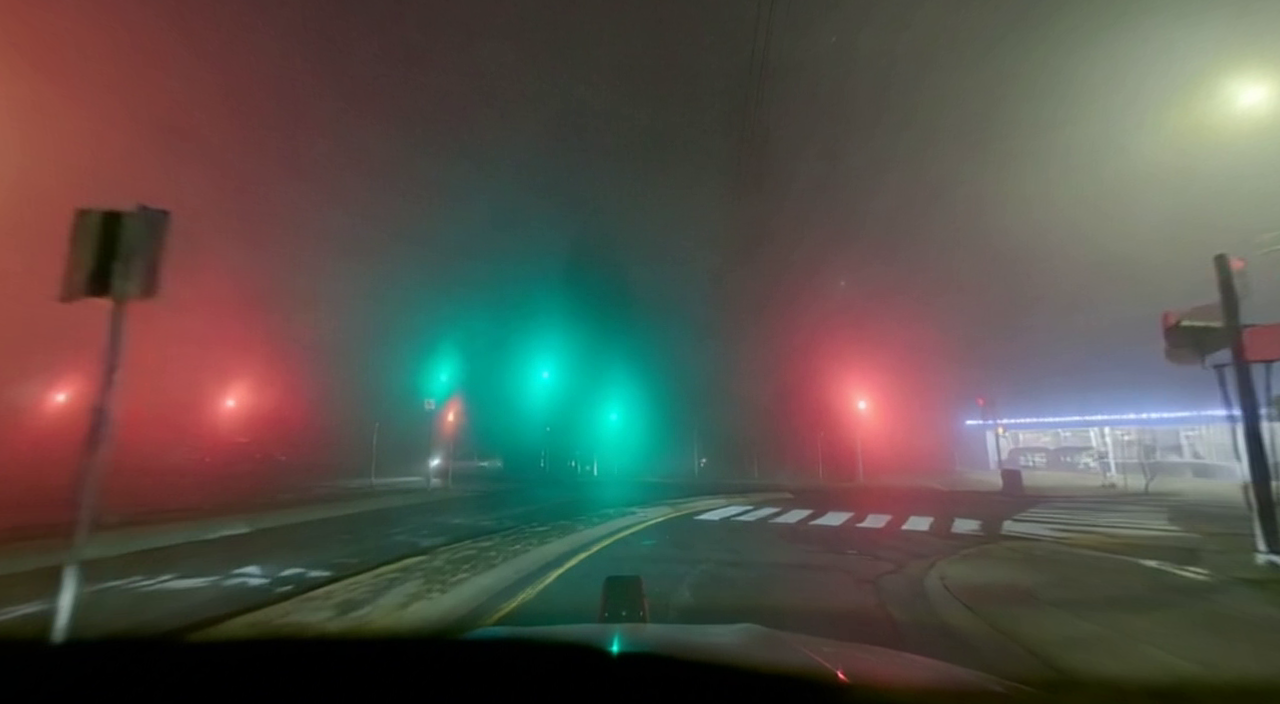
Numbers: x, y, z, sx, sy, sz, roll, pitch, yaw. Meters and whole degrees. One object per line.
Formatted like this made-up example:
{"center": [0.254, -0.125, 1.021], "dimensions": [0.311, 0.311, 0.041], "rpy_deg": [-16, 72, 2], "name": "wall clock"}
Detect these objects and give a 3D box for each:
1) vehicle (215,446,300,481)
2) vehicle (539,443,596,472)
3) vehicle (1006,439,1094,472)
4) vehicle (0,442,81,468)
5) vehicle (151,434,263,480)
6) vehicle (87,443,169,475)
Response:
{"center": [-16.678, 4.878, 27.636], "dimensions": [1.789, 1.399, 4.236], "rpy_deg": [2, -9, -12], "name": "vehicle"}
{"center": [-5.245, 7.657, 45.697], "dimensions": [2.072, 1.922, 4.112], "rpy_deg": [-5, -10, 29], "name": "vehicle"}
{"center": [26.140, 6.620, 40.266], "dimensions": [4.474, 1.956, 2.263], "rpy_deg": [-5, -11, 29], "name": "vehicle"}
{"center": [-39.415, 6.763, 41.146], "dimensions": [2.002, 1.603, 4.547], "rpy_deg": [2, -9, -12], "name": "vehicle"}
{"center": [-19.794, 4.822, 29.011], "dimensions": [2.337, 1.934, 4.843], "rpy_deg": [2, -9, -10], "name": "vehicle"}
{"center": [-26.242, 5.492, 32.346], "dimensions": [1.771, 1.510, 3.545], "rpy_deg": [2, -9, -13], "name": "vehicle"}
